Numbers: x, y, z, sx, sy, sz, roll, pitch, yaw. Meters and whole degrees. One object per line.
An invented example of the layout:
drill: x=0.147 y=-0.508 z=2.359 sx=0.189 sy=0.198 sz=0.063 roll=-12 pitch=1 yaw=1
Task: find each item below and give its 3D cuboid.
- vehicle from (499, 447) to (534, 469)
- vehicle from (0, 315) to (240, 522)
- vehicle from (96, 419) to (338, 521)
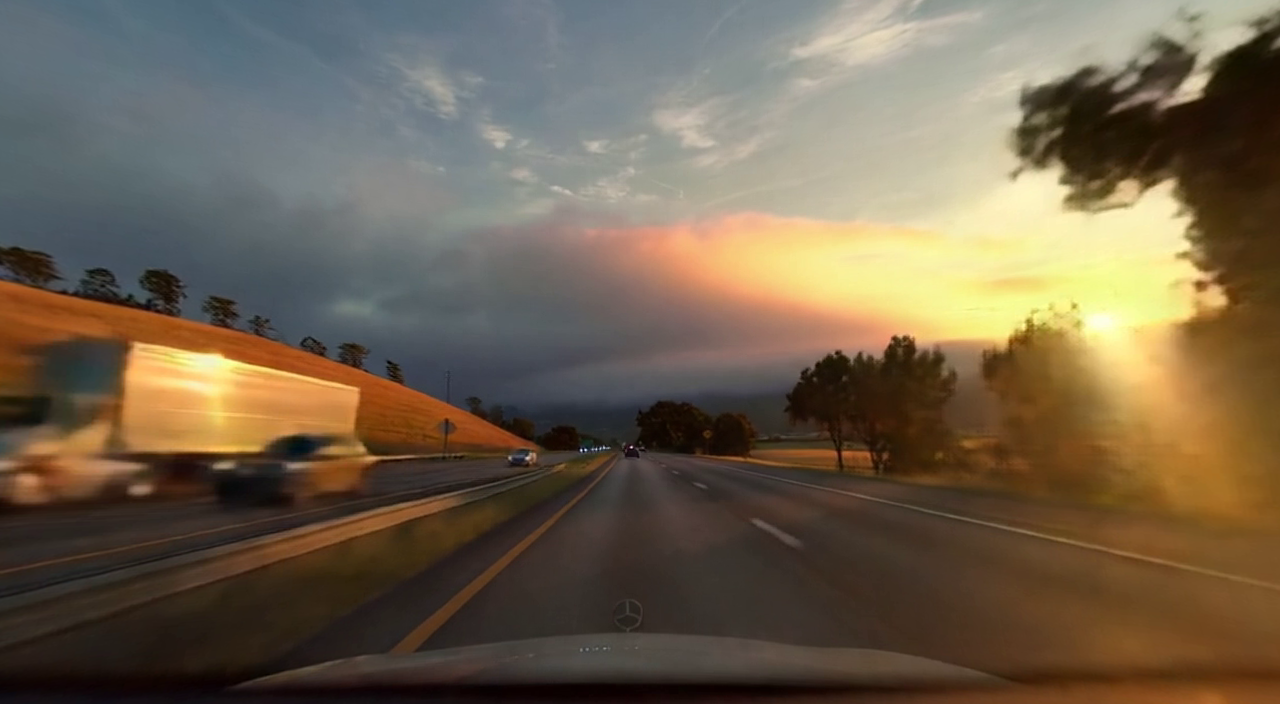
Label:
vehicle: x=-8.531 y=7.343 z=43.749 sx=1.739 sy=1.432 sz=3.639 roll=0 pitch=-9 yaw=-1
vehicle: x=-12.776 y=1.659 z=14.623 sx=3.023 sy=3.837 sz=5.876 roll=0 pitch=-9 yaw=-1
vehicle: x=-8.371 y=2.379 z=13.117 sx=2.060 sy=1.750 sz=4.253 roll=0 pitch=-9 yaw=0
